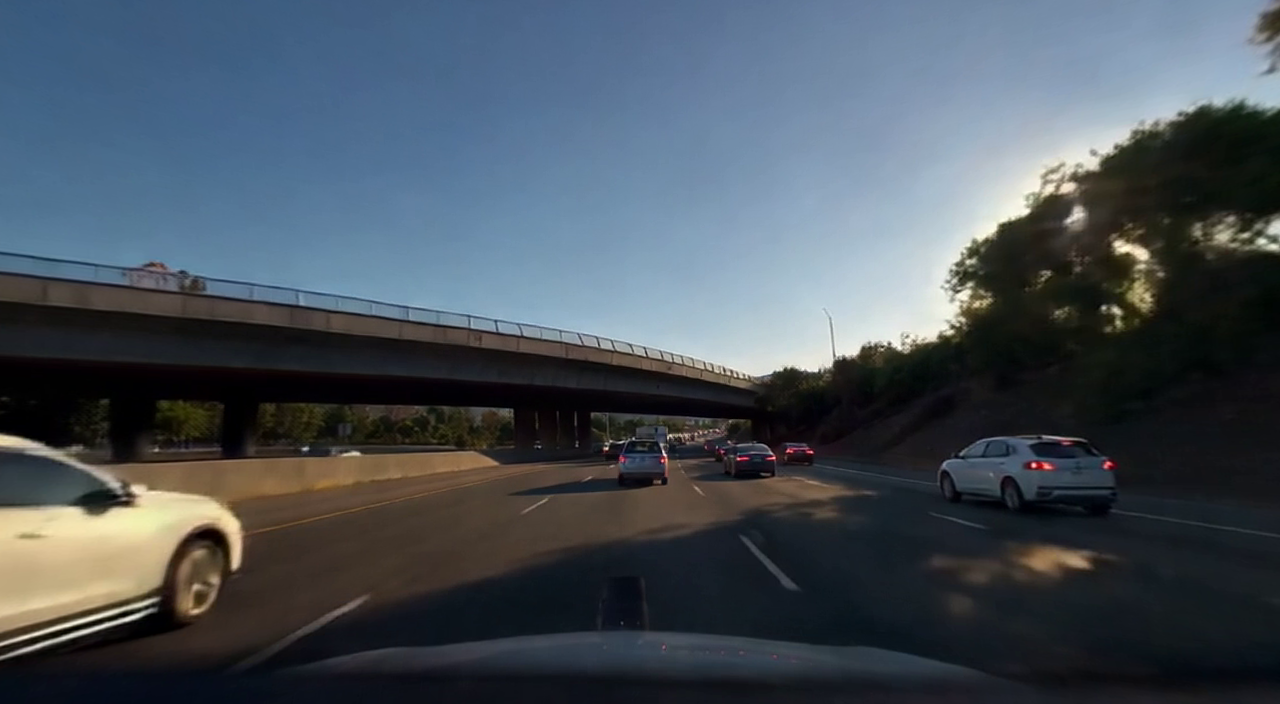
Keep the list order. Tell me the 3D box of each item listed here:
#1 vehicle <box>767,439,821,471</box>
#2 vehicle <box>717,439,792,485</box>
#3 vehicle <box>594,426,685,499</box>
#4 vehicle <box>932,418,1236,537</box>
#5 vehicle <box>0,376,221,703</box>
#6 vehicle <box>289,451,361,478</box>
[{"bbox_3d":[8.168,5.494,33.786,1.956,1.588,4.305,0,-9,2],"label":"vehicle"},{"bbox_3d":[4.070,3.987,23.140,1.999,1.514,4.338,0,-9,1],"label":"vehicle"},{"bbox_3d":[0.048,2.974,17.240,2.181,1.728,3.970,0,-9,2],"label":"vehicle"},{"bbox_3d":[7.414,2.138,11.377,2.028,1.657,4.823,0,-9,1],"label":"vehicle"},{"bbox_3d":[-4.180,0.802,2.196,2.128,1.627,4.697,0,-9,1],"label":"vehicle"},{"bbox_3d":[-19.969,7.134,40.120,1.869,1.536,4.621,0,-9,5],"label":"vehicle"}]
